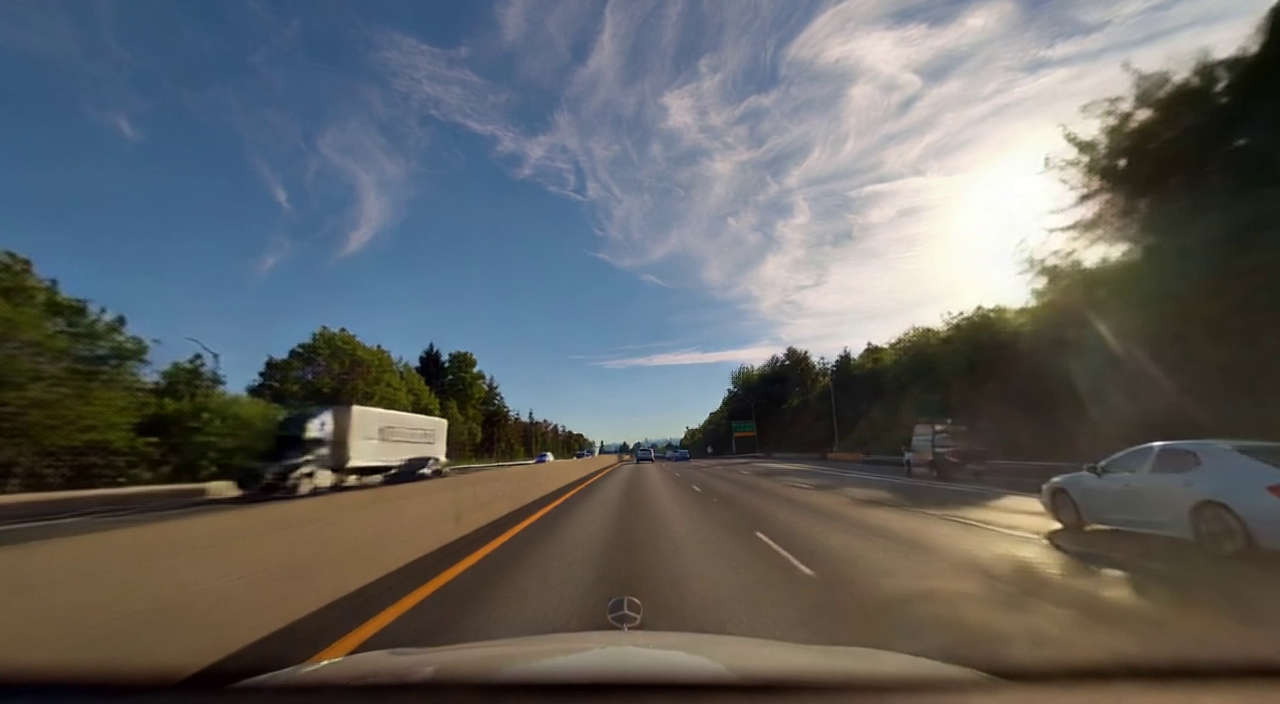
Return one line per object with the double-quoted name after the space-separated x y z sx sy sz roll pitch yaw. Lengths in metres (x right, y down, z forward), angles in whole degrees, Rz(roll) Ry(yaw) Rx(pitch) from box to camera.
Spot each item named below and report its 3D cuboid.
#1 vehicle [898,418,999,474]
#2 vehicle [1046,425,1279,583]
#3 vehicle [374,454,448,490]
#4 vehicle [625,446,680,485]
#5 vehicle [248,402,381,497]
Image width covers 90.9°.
14.674 4.555 30.399 2.115 2.446 5.323 0 -9 0 "vehicle"
7.152 1.625 7.110 1.977 1.502 4.670 0 -9 -1 "vehicle"
-11.255 5.915 31.295 2.090 1.604 4.087 0 -9 1 "vehicle"
0.518 4.826 27.102 2.177 1.520 4.278 0 -9 0 "vehicle"
-15.096 4.598 29.870 2.978 4.012 5.911 0 -9 0 "vehicle"
